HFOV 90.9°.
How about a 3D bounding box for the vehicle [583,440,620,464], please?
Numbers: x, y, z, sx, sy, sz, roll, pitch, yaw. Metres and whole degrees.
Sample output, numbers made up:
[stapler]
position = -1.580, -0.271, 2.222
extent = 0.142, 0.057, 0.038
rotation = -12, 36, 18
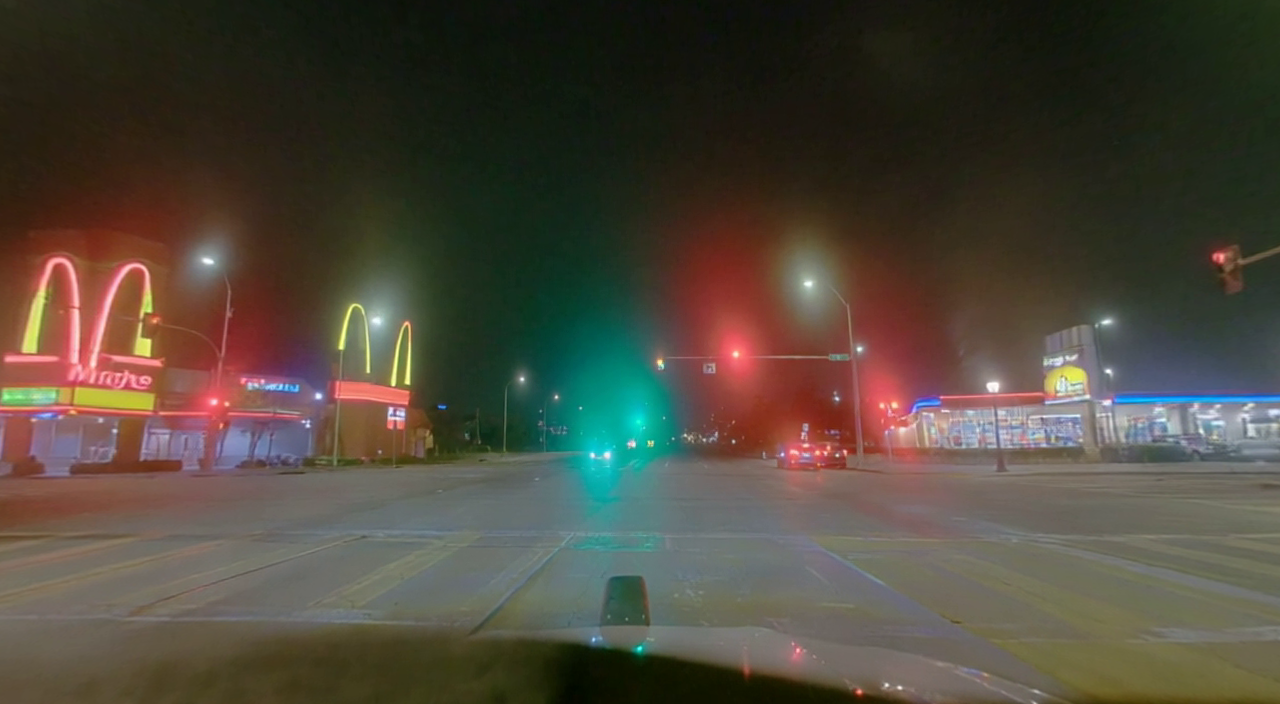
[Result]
[vehicle]
position = -2.511, 6.635, 41.933
extent = 2.104, 1.468, 4.195
rotation = 0, -8, 1
